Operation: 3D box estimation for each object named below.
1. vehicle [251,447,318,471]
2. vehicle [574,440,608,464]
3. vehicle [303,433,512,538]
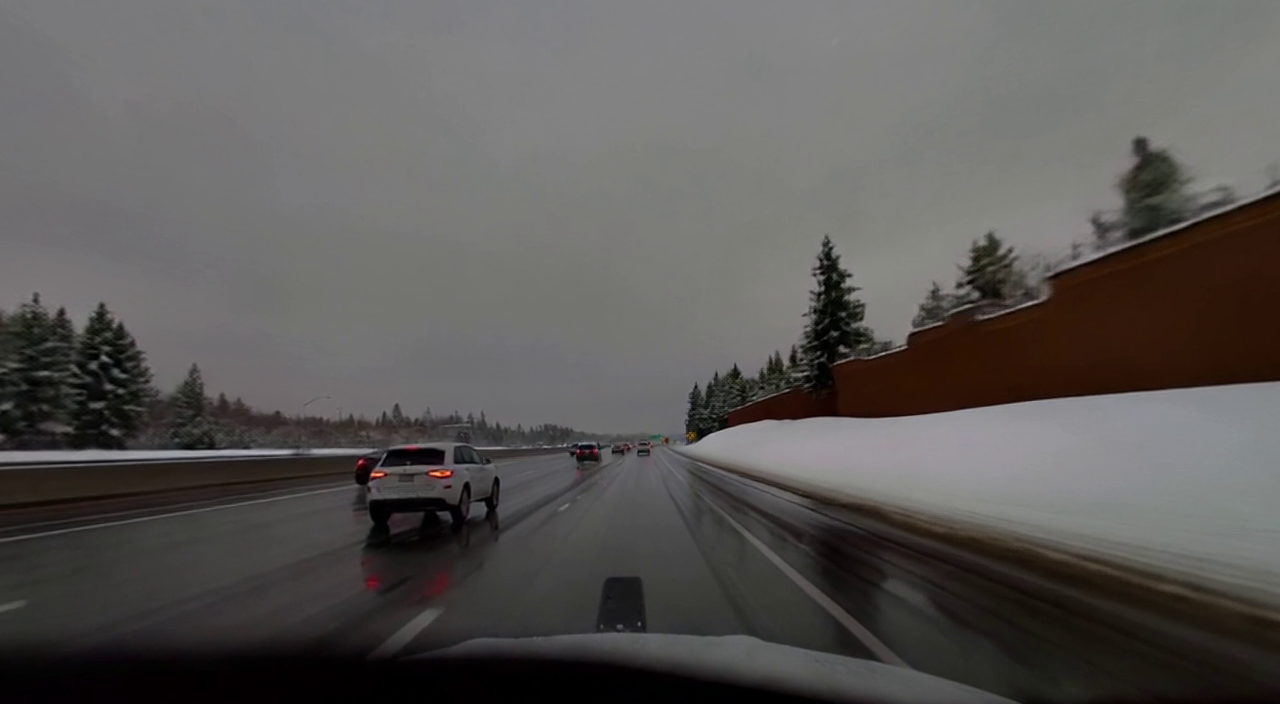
[{"bbox_3d":[-24.716,7.436,43.824,1.856,1.487,4.570,-1,-8,2],"label":"vehicle"},{"bbox_3d":[-3.537,7.254,45.845,2.036,1.636,4.511,-1,-8,1],"label":"vehicle"},{"bbox_3d":[-3.860,2.294,11.523,1.945,1.484,4.803,-1,-8,1],"label":"vehicle"}]
